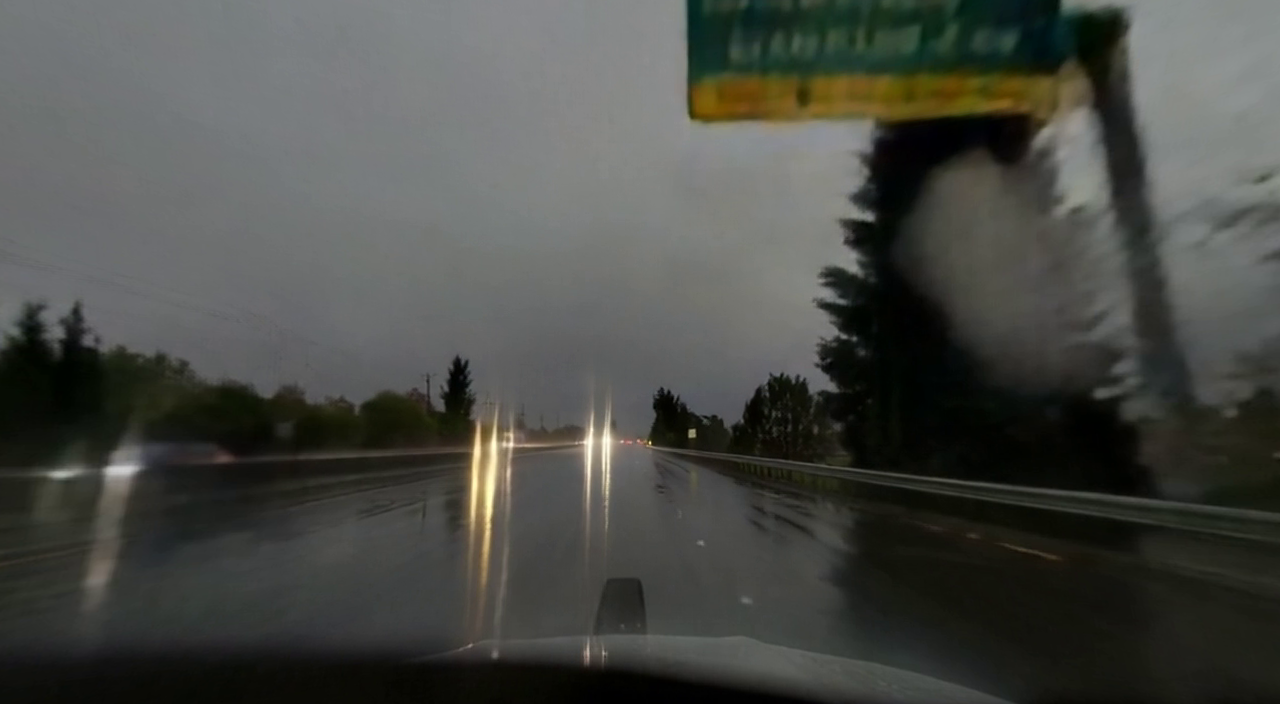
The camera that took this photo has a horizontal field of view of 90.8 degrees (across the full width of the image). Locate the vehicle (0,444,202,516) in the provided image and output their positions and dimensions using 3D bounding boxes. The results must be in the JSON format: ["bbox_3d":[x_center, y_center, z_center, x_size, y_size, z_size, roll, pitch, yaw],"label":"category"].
[{"bbox_3d":[-13.458,3.069,15.669,1.982,1.480,4.549,0,-9,-2],"label":"vehicle"}]
